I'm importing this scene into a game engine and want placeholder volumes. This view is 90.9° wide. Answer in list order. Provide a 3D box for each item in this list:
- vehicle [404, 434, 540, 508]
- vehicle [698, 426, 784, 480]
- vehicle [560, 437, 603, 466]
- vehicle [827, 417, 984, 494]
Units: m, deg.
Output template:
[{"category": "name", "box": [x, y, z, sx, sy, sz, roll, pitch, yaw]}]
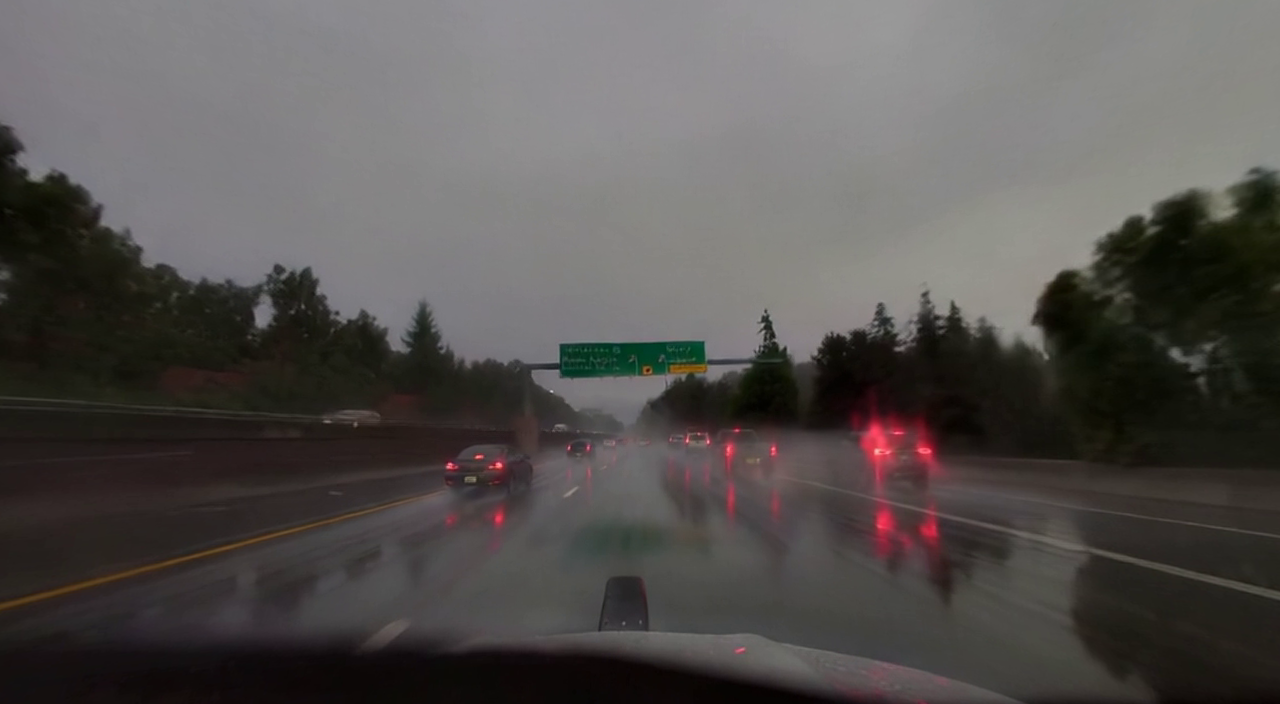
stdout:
[{"category": "vehicle", "box": [-3.721, 2.715, 14.803, 1.978, 1.473, 4.073, 0, -9, 1]}, {"category": "vehicle", "box": [3.947, 4.124, 25.911, 2.517, 1.935, 5.552, 0, -9, -1]}, {"category": "vehicle", "box": [-3.400, 5.880, 37.425, 2.020, 1.628, 4.248, 0, -9, 1]}, {"category": "vehicle", "box": [7.727, 3.114, 19.238, 2.291, 1.968, 5.662, 0, -9, 0]}]
